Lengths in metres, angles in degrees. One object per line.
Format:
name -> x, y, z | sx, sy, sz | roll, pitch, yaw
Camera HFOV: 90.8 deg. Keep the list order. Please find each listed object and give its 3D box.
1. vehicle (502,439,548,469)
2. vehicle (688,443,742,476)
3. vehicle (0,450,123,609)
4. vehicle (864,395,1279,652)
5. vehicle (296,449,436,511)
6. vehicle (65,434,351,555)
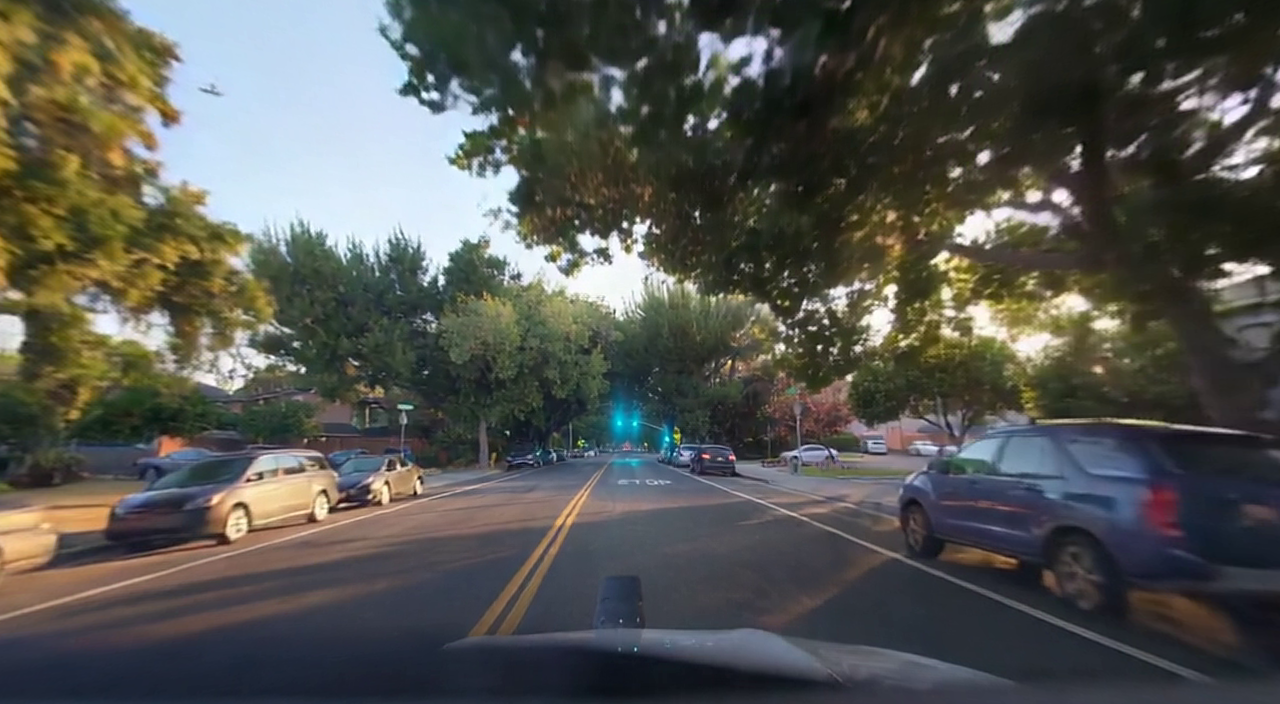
vehicle -> -8.274, 7.404, 46.043 | 2.420, 2.004, 5.615 | 0, -8, -2
vehicle -> 3.718, 5.419, 32.142 | 1.955, 1.536, 4.395 | 1, -8, -4
vehicle -> -6.826, 1.515, 4.909 | 1.811, 1.454, 4.610 | 0, -8, -2
vehicle -> 4.278, 1.482, 6.586 | 1.992, 1.703, 4.503 | 0, -8, -3
vehicle -> -7.293, 3.415, 17.401 | 1.954, 1.430, 4.395 | 0, -8, -1
vehicle -> -7.246, 2.378, 11.348 | 2.092, 1.706, 4.356 | 0, -8, -1
